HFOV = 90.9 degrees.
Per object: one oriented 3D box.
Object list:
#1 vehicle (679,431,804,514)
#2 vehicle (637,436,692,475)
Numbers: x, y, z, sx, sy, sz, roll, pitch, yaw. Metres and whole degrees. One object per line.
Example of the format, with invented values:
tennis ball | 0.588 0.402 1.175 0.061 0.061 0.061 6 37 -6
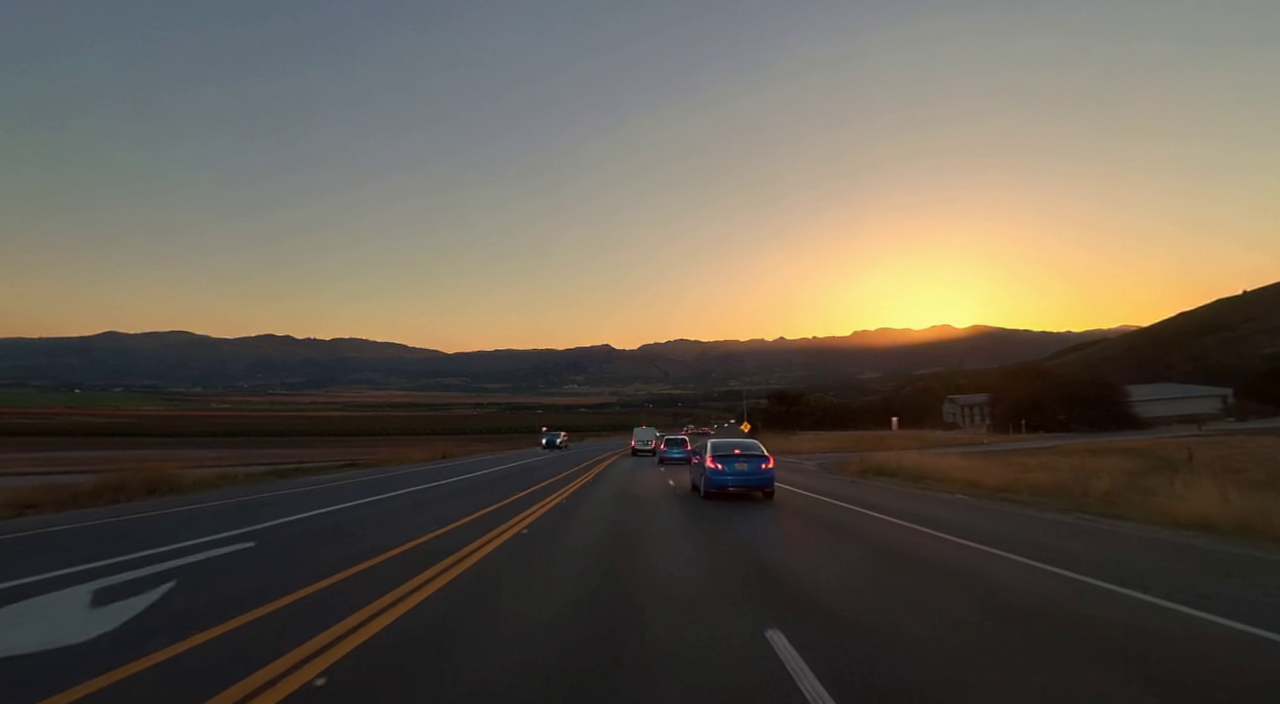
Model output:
vehicle | 2.035 2.562 13.898 2.007 1.534 3.976 0 -8 -1
vehicle | 0.972 4.469 27.458 2.026 1.531 4.273 0 -8 -2
